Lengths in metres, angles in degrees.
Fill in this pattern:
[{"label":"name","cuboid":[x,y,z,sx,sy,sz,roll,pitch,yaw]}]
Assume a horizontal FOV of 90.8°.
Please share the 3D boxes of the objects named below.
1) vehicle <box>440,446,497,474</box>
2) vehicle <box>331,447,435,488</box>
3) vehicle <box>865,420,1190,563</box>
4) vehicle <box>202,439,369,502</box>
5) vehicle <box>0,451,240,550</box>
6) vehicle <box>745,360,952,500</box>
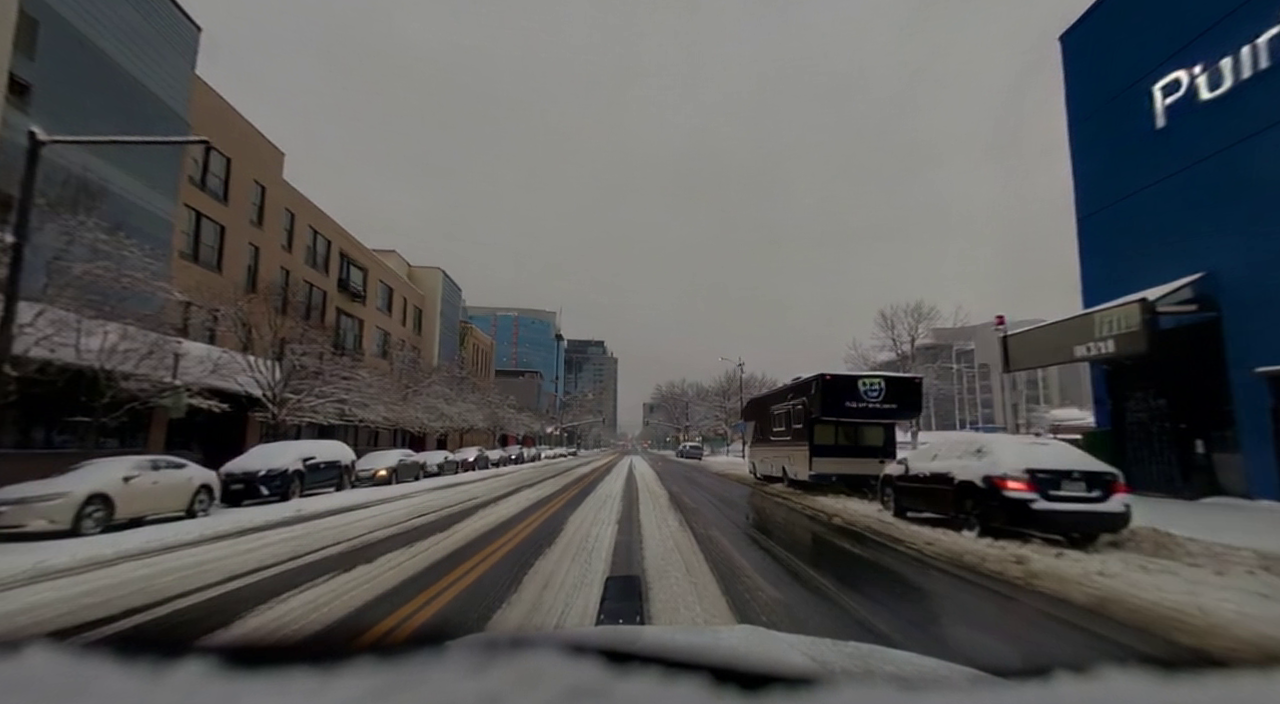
[{"label":"vehicle","cuboid":[-10.084,6.349,37.538,1.918,1.535,4.834,0,-8,1]},{"label":"vehicle","cuboid":[-10.043,4.522,25.169,2.078,1.427,4.900,0,-8,0]},{"label":"vehicle","cuboid":[5.932,2.174,10.826,2.154,1.804,5.341,0,-8,0]},{"label":"vehicle","cuboid":[-10.040,3.357,18.416,2.276,1.597,4.421,0,-8,0]},{"label":"vehicle","cuboid":[-9.994,2.638,12.009,1.802,1.439,4.546,0,-8,0]},{"label":"vehicle","cuboid":[6.012,2.638,20.694,3.102,3.473,9.734,0,-8,-2]}]
